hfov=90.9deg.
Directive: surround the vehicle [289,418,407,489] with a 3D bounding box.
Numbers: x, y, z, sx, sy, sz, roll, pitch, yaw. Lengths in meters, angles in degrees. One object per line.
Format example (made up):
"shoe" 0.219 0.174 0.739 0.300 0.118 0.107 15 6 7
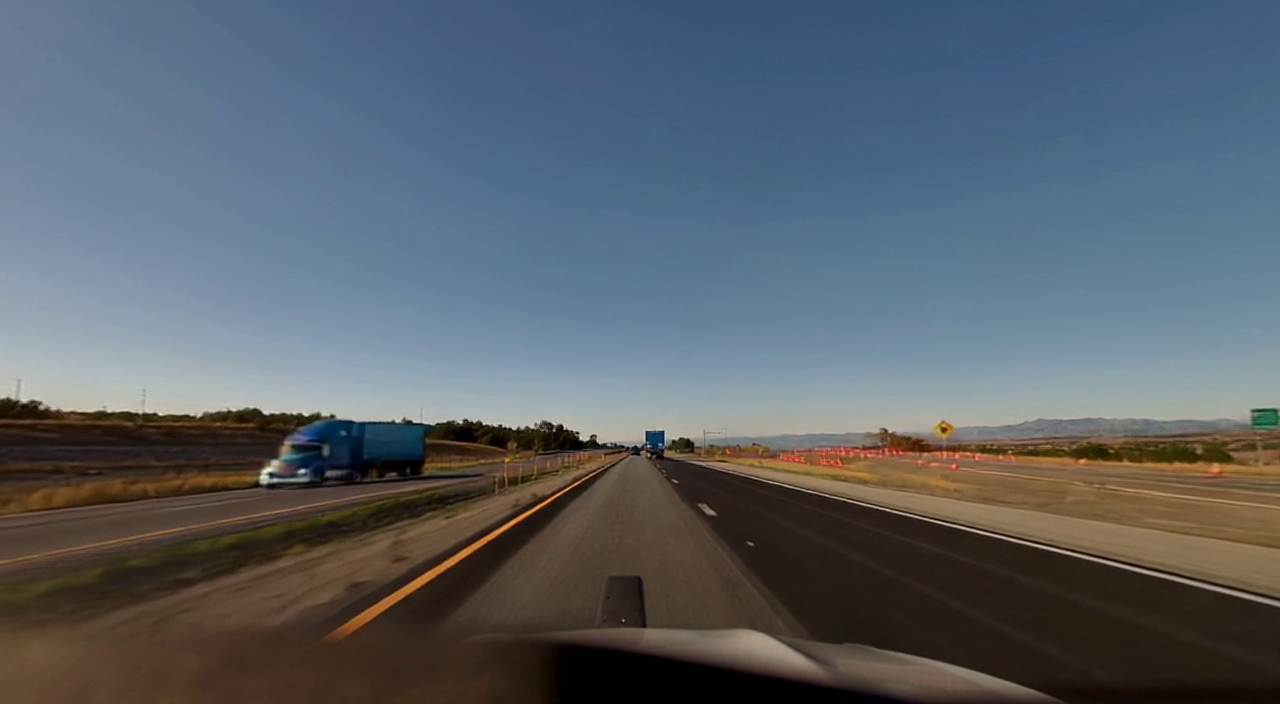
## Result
"vehicle" -14.842 5.228 32.730 2.790 3.247 6.961 0 -9 -1
